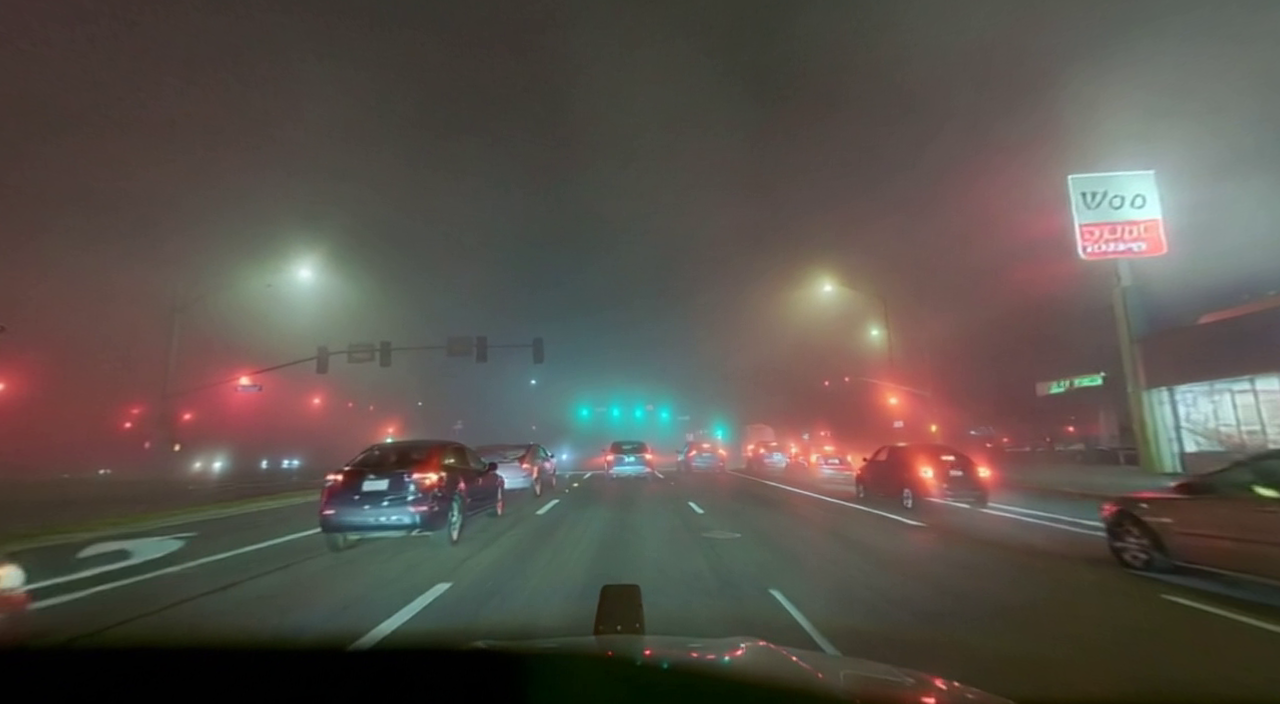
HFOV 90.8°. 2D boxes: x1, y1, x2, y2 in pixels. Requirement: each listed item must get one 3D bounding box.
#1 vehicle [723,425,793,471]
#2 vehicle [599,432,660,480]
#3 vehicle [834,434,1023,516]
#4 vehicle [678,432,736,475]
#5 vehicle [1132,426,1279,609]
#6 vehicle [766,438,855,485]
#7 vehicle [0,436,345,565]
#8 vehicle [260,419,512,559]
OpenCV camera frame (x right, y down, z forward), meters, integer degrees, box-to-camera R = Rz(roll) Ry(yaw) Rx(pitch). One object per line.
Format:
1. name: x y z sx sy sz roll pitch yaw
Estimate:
1. vehicle: 6.016 5.040 33.152 2.510 2.176 5.527 0 -8 -1
2. vehicle: -0.411 4.201 25.775 2.261 1.741 4.255 0 -8 -1
3. vehicle: 6.109 2.642 14.169 1.969 1.502 4.663 0 -8 -1
4. vehicle: 2.934 4.578 28.738 2.018 1.779 4.338 0 -8 -2
5. vehicle: 6.135 1.207 4.288 2.017 1.453 4.497 0 -8 1
6. vehicle: 6.079 3.935 23.095 1.884 1.522 4.557 0 -8 -1
7. vehicle: -6.485 2.034 9.509 1.989 1.459 4.439 0 -8 -1
8. vehicle: -3.444 1.936 9.669 2.063 1.625 4.290 0 -8 0
